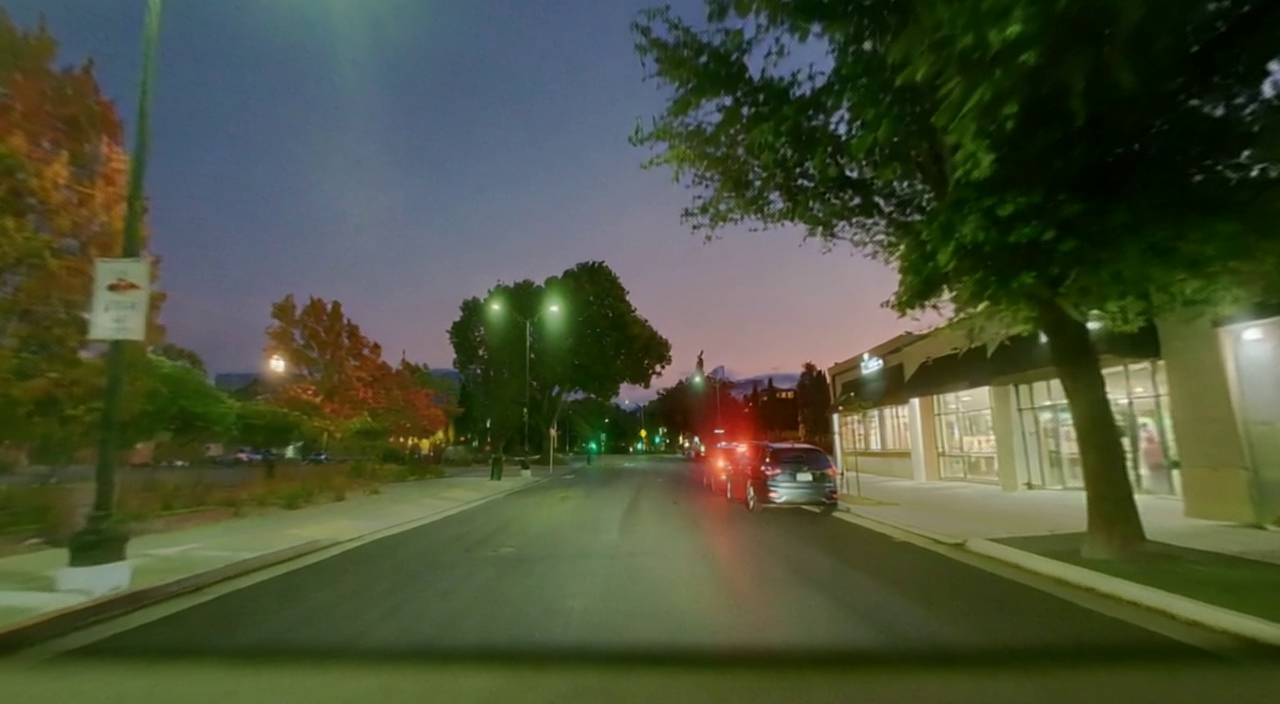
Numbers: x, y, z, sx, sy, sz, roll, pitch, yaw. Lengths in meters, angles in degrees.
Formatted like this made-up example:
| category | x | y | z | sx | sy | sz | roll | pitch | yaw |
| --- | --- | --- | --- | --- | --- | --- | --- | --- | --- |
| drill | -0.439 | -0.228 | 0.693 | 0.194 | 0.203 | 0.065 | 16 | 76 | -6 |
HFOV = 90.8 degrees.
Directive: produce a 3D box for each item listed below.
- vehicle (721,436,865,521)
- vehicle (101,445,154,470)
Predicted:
| category | x | y | z | sx | sy | sz | roll | pitch | yaw |
| --- | --- | --- | --- | --- | --- | --- | --- | --- | --- |
| vehicle | 3.108 | 2.685 | 13.985 | 2.064 | 1.532 | 4.596 | 0 | -9 | 0 |
| vehicle | -36.932 | 7.571 | 45.478 | 2.419 | 1.687 | 4.157 | 10 | -12 | -44 |
